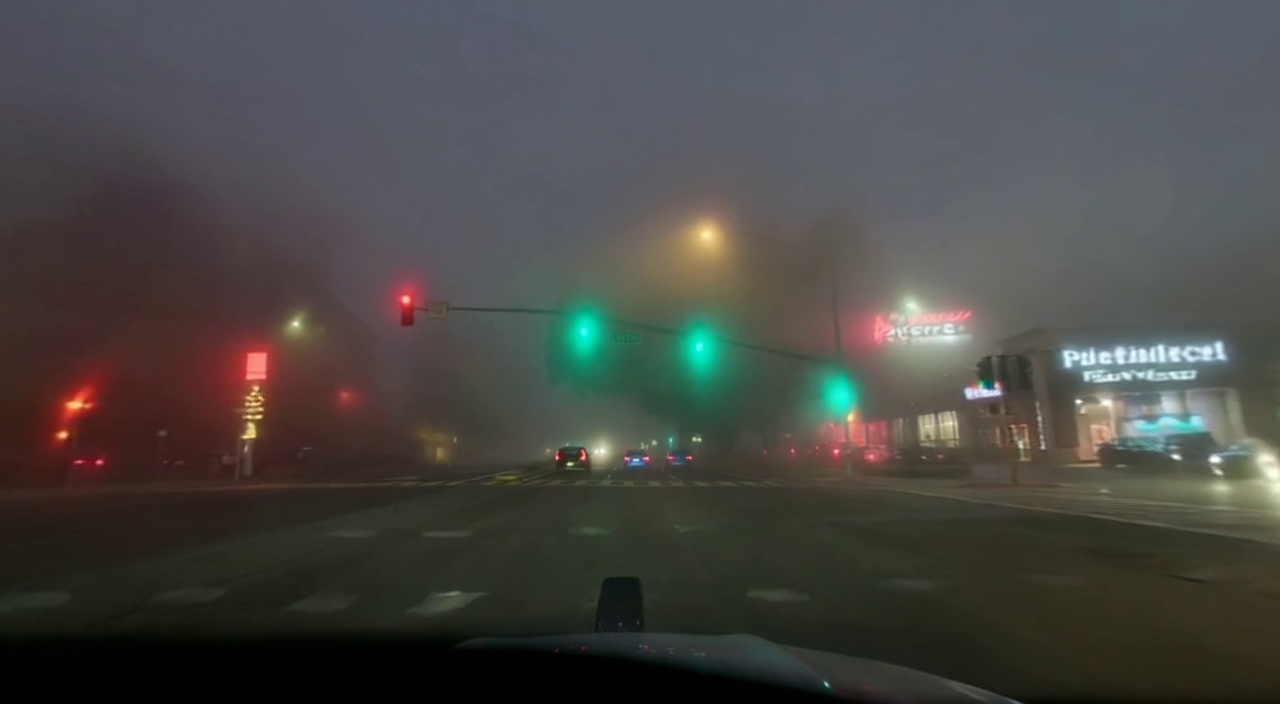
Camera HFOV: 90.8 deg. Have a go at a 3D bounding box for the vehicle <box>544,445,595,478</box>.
[{"bbox_3d":[-3.580,5.681,33.009,2.035,1.564,4.702,0,-9,1],"label":"vehicle"}]

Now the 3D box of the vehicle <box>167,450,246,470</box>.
[{"bbox_3d":[-33.668,8.400,49.151,4.544,1.515,2.218,-1,-9,3],"label":"vehicle"}]

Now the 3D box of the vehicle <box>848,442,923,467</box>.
[{"bbox_3d":[16.122,6.701,41.372,4.673,1.555,2.010,5,-10,-30],"label":"vehicle"}]

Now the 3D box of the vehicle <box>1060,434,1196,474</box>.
[{"bbox_3d":[20.825,4.370,27.297,1.967,1.540,4.966,0,-9,1],"label":"vehicle"}]

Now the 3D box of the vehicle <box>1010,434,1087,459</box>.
[{"bbox_3d":[29.600,6.939,45.982,2.053,1.559,5.138,-2,-10,-2],"label":"vehicle"}]
